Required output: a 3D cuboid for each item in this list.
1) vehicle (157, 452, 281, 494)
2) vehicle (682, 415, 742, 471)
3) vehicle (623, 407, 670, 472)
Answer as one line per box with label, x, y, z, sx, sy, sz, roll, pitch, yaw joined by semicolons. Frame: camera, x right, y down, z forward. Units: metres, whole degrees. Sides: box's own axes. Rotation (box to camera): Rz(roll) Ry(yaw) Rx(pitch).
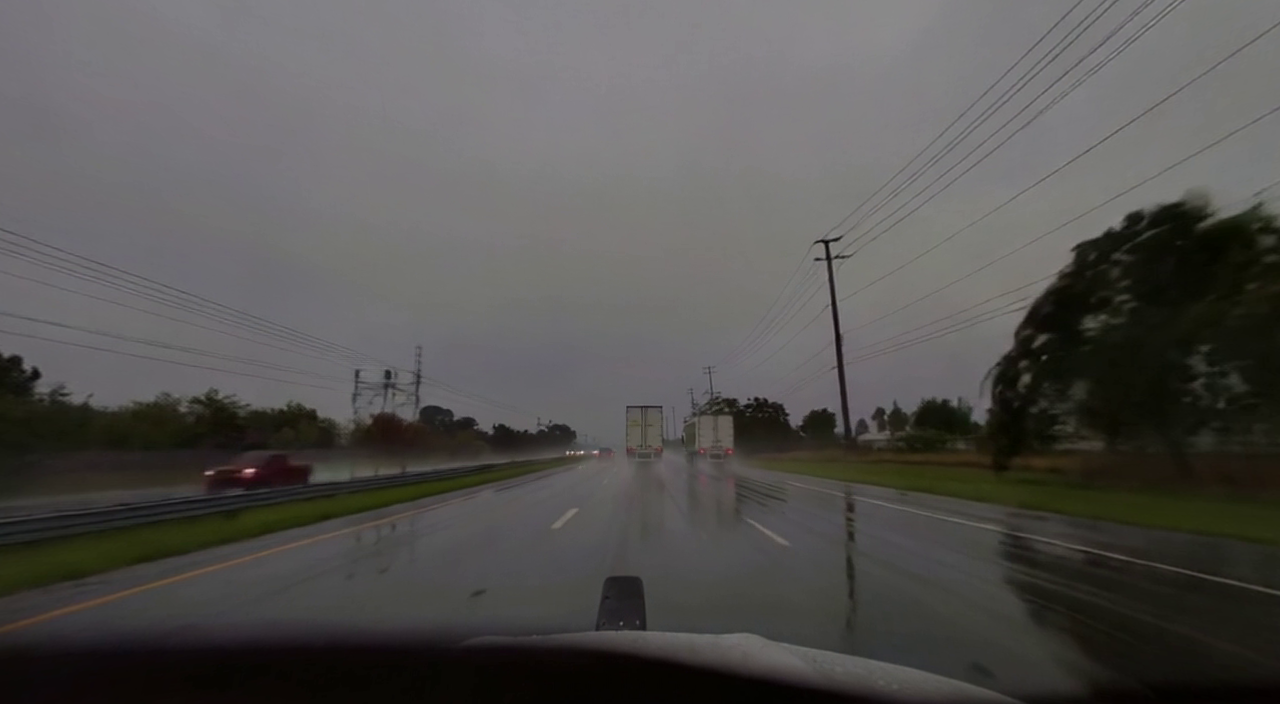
vehicle;-16.361;4.712;24.837;1.860;1.487;4.322;0;-9;0
vehicle;4.650;6.254;42.712;2.938;3.378;8.820;0;-9;0
vehicle;0.449;6.614;46.786;2.997;4.076;13.224;0;-9;0
